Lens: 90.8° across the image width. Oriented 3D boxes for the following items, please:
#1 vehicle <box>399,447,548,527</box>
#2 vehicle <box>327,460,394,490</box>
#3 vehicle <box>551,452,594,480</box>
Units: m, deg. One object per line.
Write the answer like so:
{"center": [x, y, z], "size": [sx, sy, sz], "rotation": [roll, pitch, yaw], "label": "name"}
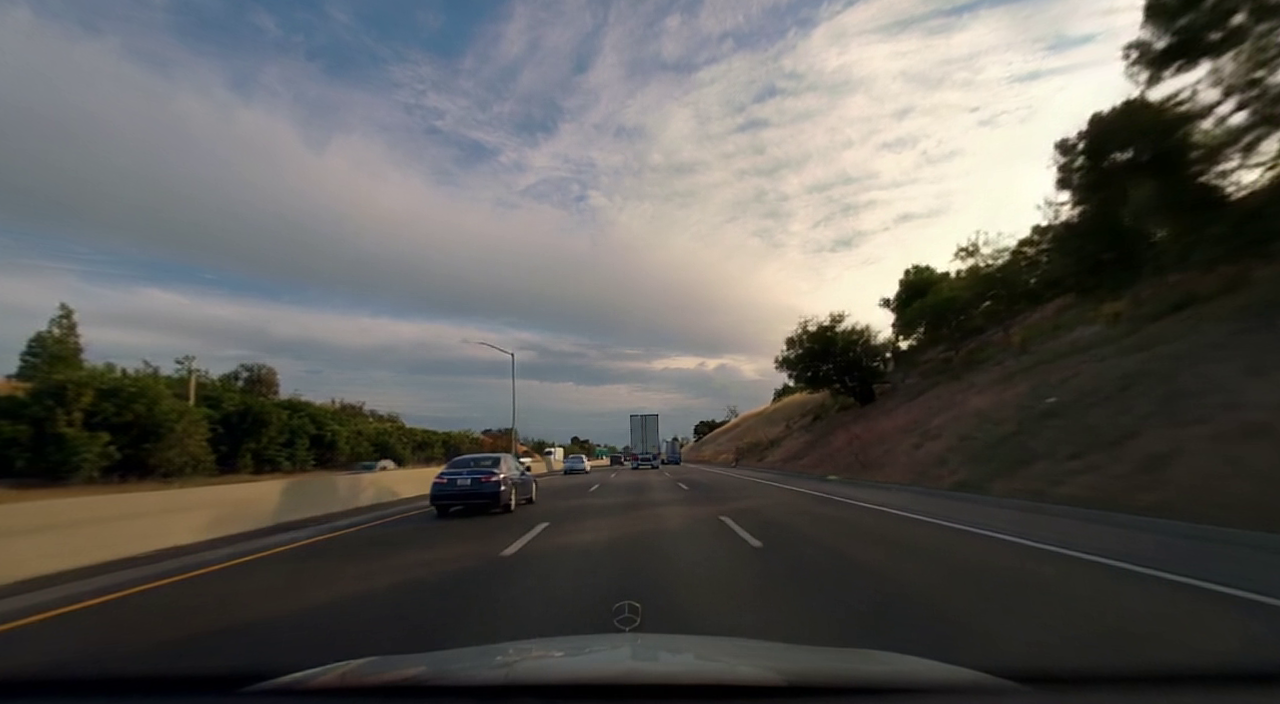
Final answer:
{"center": [-3.499, 2.936, 14.379], "size": [2.053, 1.489, 4.740], "rotation": [0, -9, 1], "label": "vehicle"}
{"center": [-15.489, 6.806, 35.187], "size": [1.759, 1.453, 4.224], "rotation": [0, -9, 0], "label": "vehicle"}
{"center": [-3.856, 6.598, 36.831], "size": [2.051, 1.537, 4.111], "rotation": [0, -9, 0], "label": "vehicle"}
